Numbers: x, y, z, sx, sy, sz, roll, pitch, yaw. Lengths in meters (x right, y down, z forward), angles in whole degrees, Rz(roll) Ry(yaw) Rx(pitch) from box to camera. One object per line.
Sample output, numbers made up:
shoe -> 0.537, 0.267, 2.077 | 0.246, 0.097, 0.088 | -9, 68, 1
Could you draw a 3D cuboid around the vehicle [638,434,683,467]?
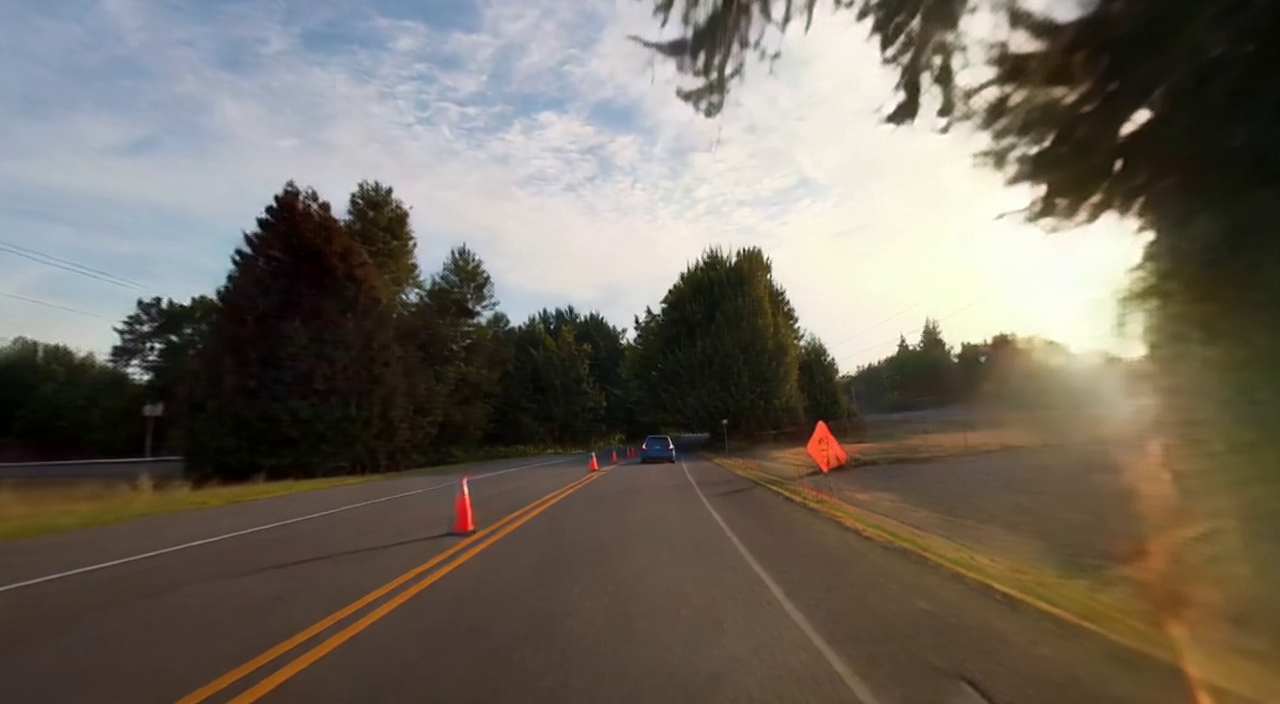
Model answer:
vehicle -> 0.994, 4.749, 30.593 | 2.042, 1.489, 3.963 | -1, -8, 2
